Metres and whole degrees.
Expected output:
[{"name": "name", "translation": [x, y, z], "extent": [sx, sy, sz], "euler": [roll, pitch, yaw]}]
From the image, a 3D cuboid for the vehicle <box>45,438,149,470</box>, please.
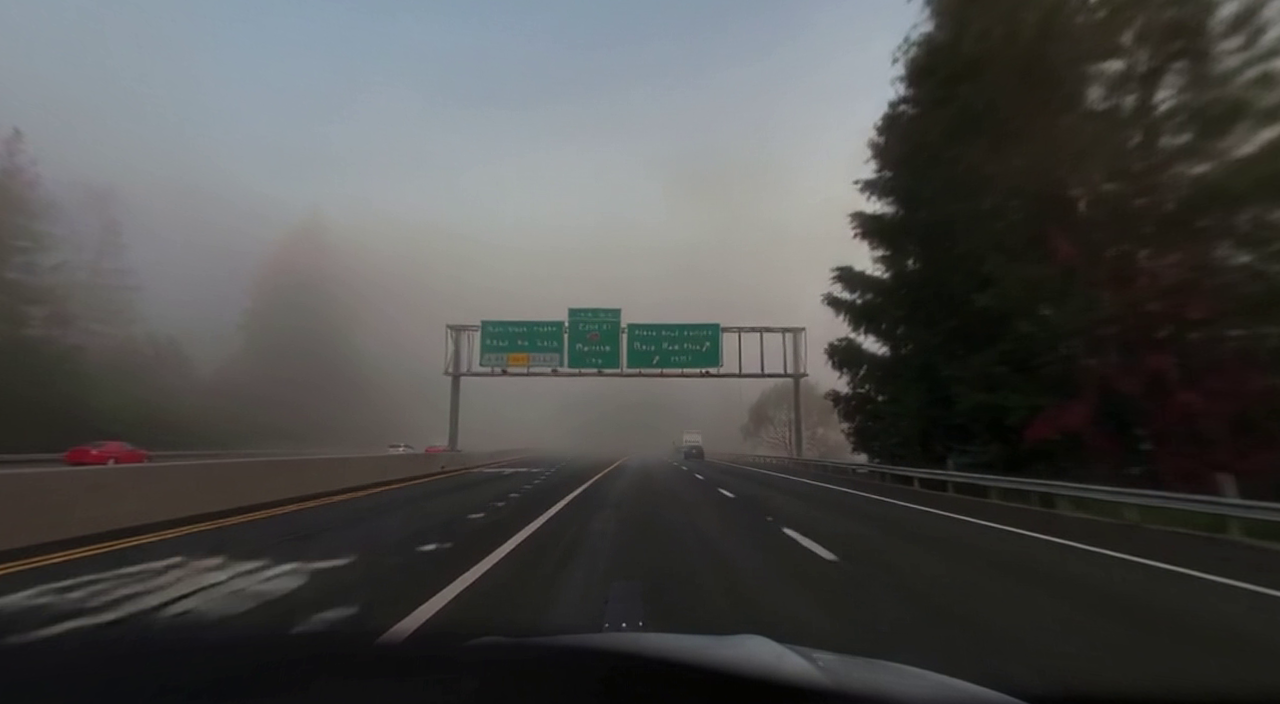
[{"name": "vehicle", "translation": [-33.627, 6.313, 39.287], "extent": [2.168, 1.824, 4.932], "euler": [0, -8, -3]}]
